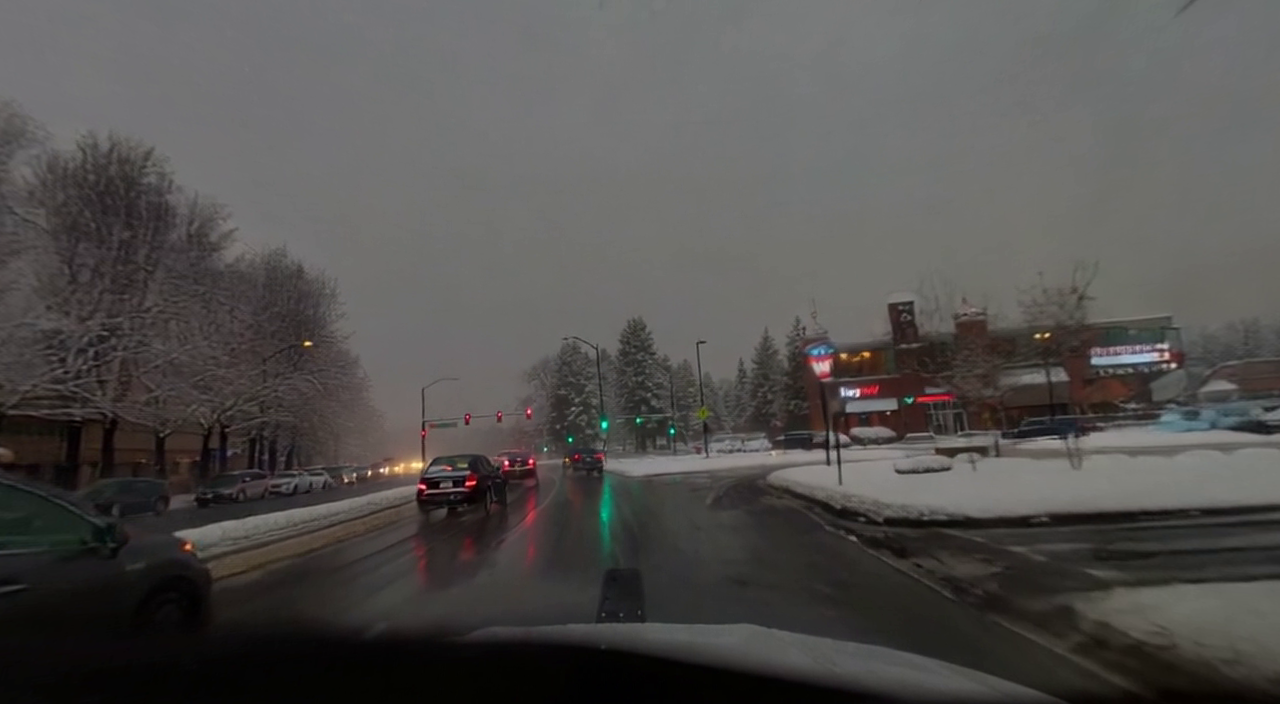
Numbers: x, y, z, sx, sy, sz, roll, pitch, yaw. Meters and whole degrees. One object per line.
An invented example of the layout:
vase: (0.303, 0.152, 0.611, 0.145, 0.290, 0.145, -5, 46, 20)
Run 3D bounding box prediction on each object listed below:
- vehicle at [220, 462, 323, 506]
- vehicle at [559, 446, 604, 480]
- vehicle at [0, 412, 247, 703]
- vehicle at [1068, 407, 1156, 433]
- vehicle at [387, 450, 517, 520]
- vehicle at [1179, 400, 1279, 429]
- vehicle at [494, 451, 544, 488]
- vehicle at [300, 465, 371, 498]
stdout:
vehicle: (-15.603, 5.592, 26.995, 2.026, 1.615, 4.324, 1, -9, -5)
vehicle: (-3.290, 6.038, 34.587, 2.144, 1.704, 4.028, 2, -9, -9)
vehicle: (-4.241, 1.069, 2.753, 2.085, 1.663, 4.513, 1, -9, 0)
vehicle: (33.978, 4.962, 45.393, 4.653, 1.696, 2.110, -8, -12, 44)
vehicle: (-4.736, 3.409, 16.837, 2.090, 1.506, 5.326, 1, -9, -3)
vehicle: (41.137, 4.419, 43.774, 5.280, 1.764, 2.026, -7, -12, 43)
vehicle: (-5.629, 5.493, 29.822, 1.974, 1.549, 4.603, 2, -9, -7)
vehicle: (-16.532, 7.030, 34.439, 1.972, 1.514, 4.689, 2, -9, -6)
